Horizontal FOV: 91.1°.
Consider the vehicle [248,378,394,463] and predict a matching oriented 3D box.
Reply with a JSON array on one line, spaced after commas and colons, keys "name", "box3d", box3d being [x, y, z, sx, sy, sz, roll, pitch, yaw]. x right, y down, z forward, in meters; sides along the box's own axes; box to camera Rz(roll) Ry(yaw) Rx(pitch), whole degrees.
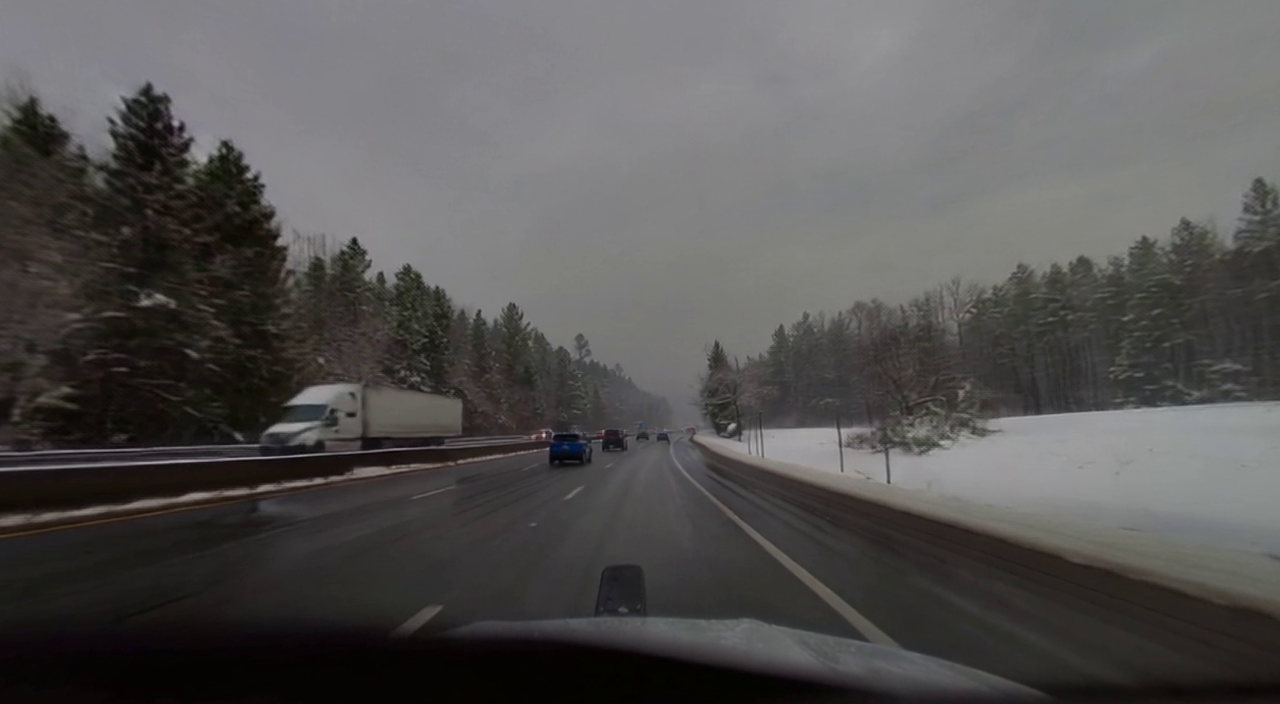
[{"name": "vehicle", "box3d": [-16.952, 3.907, 34.376, 3.145, 4.014, 8.683, 0, -8, 2]}]

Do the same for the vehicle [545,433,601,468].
[{"name": "vehicle", "box3d": [-3.147, 4.771, 30.535, 2.053, 1.589, 4.671, 0, -8, 2]}]
